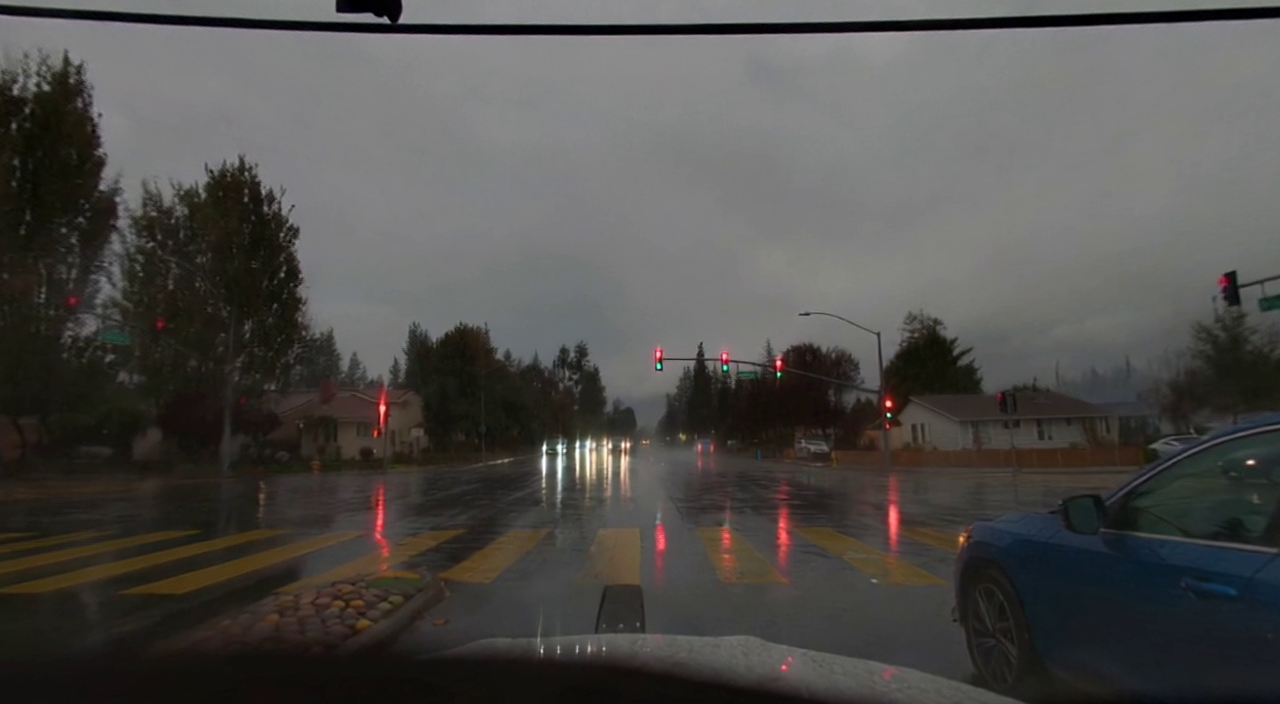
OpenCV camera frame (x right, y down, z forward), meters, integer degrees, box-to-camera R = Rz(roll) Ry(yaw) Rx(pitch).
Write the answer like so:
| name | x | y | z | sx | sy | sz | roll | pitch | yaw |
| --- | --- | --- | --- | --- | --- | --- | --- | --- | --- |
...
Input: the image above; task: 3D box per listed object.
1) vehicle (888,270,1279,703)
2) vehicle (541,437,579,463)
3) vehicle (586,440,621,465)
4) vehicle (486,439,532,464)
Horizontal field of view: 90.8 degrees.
| name | x | y | z | sx | sy | sz | roll | pitch | yaw |
| --- | --- | --- | --- | --- | --- | --- | --- | --- | --- |
| vehicle | 2.715 | 0.710 | 1.736 | 2.085 | 1.800 | 4.908 | 0 | -9 | 0 |
| vehicle | -5.535 | 6.899 | 44.401 | 2.091 | 1.707 | 4.157 | 0 | -9 | 0 |
| vehicle | -2.356 | 6.570 | 41.414 | 2.046 | 1.491 | 4.118 | 0 | -9 | 0 |
| vehicle | -8.951 | 6.858 | 43.632 | 2.028 | 1.654 | 5.027 | 0 | -9 | 1 |
